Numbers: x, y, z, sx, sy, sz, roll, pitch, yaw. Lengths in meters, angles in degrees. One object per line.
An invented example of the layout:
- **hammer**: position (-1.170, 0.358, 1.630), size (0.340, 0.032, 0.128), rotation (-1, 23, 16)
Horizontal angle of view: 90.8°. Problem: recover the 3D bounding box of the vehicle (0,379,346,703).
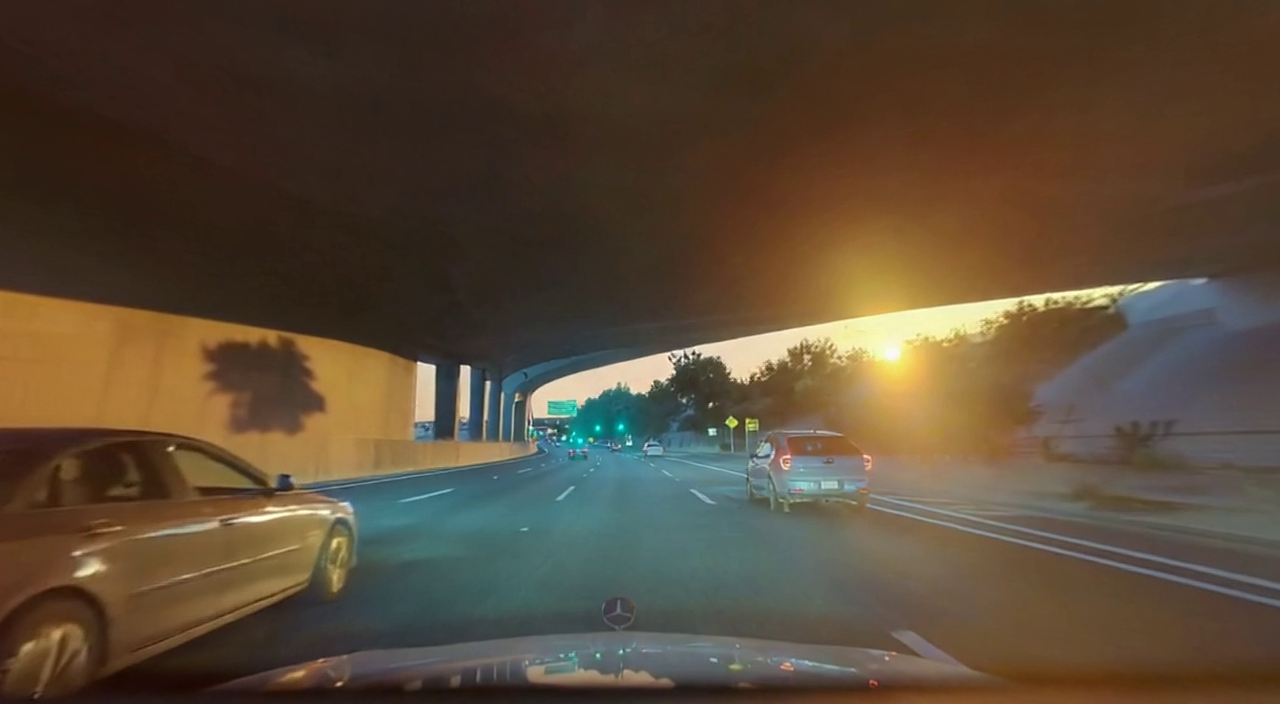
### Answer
- **vehicle**: position (-3.308, 0.940, 2.730), size (2.050, 1.527, 4.257), rotation (0, -8, -1)
